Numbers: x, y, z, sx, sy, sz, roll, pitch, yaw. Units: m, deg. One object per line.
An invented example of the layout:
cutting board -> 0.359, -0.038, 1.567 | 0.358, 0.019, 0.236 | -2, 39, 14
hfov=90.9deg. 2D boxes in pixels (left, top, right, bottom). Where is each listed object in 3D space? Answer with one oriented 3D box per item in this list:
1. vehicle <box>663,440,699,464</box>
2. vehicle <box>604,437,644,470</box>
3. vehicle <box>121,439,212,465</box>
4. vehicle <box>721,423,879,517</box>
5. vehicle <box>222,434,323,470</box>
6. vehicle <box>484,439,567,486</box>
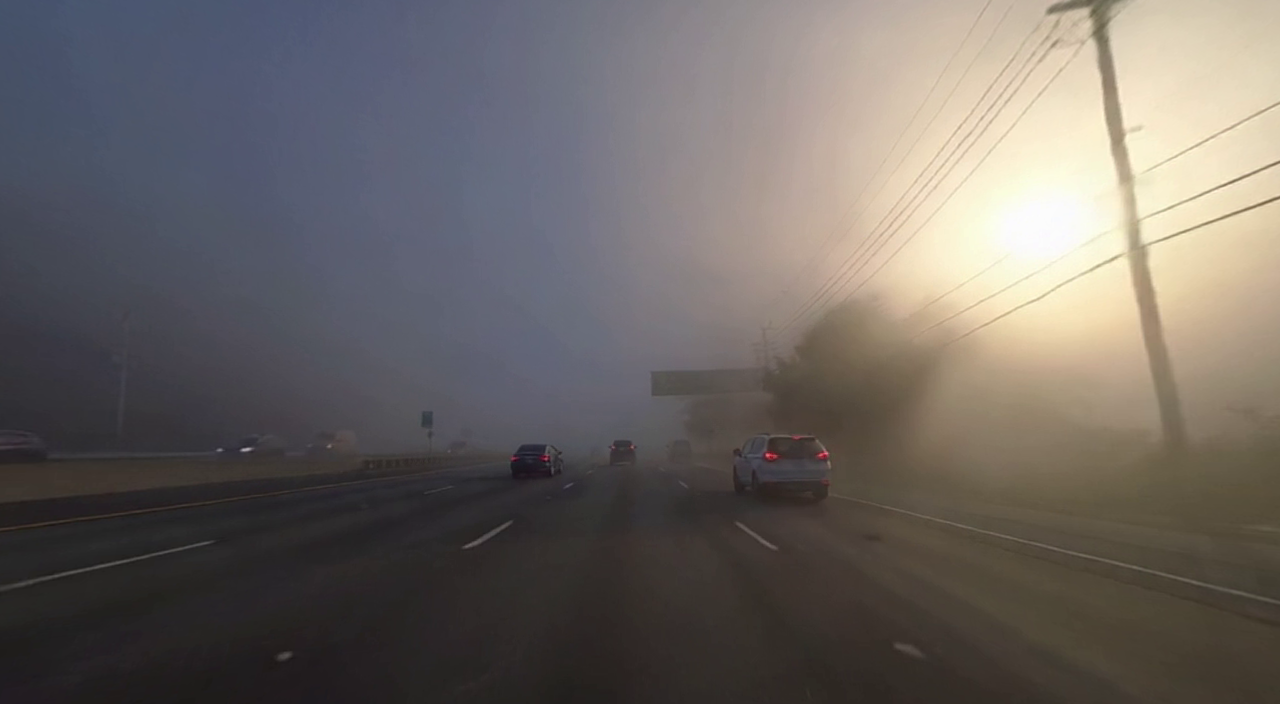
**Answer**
vehicle -> 2.970, 7.414, 46.926 | 2.099, 1.720, 4.829 | 1, -9, -3
vehicle -> -0.947, 5.890, 36.758 | 2.192, 1.769, 4.287 | 0, -9, -1
vehicle -> -28.081, 5.933, 37.622 | 1.785, 1.445, 4.699 | 0, -8, -1
vehicle -> 3.288, 2.555, 14.172 | 2.102, 1.723, 4.745 | 1, -9, -3
vehicle -> -16.818, 4.603, 29.186 | 1.984, 1.524, 4.452 | 0, -9, 0
vehicle -> -4.165, 4.095, 23.822 | 2.091, 1.562, 5.220 | 0, -9, 1
